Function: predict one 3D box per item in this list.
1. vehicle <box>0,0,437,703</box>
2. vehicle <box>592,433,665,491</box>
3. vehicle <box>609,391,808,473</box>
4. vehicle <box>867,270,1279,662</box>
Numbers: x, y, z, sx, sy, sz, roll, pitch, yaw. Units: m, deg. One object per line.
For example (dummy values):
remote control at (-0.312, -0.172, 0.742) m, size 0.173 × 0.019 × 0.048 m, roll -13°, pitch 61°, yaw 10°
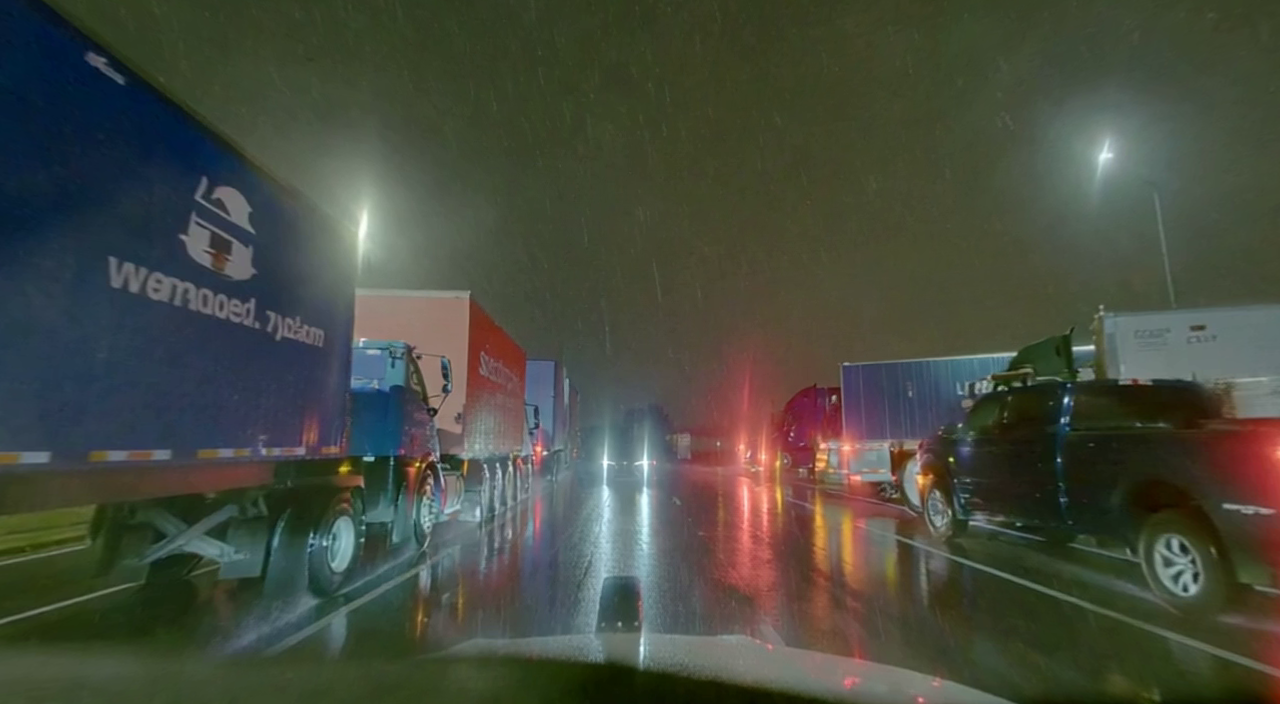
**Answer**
vehicle at (-3.971, 0.472, 4.612) m, size 2.844 × 3.085 × 6.941 m, roll 0°, pitch -9°, yaw -2°
vehicle at (-0.404, 3.566, 20.521) m, size 2.140 × 1.682 × 3.971 m, roll 0°, pitch -9°, yaw -2°
vehicle at (3.438, 4.838, 38.649) m, size 2.877 × 4.124 × 14.516 m, roll 2°, pitch -7°, yaw -37°
vehicle at (5.127, 1.158, 7.071) m, size 2.570 × 2.439 × 6.392 m, roll 0°, pitch -9°, yaw -1°
